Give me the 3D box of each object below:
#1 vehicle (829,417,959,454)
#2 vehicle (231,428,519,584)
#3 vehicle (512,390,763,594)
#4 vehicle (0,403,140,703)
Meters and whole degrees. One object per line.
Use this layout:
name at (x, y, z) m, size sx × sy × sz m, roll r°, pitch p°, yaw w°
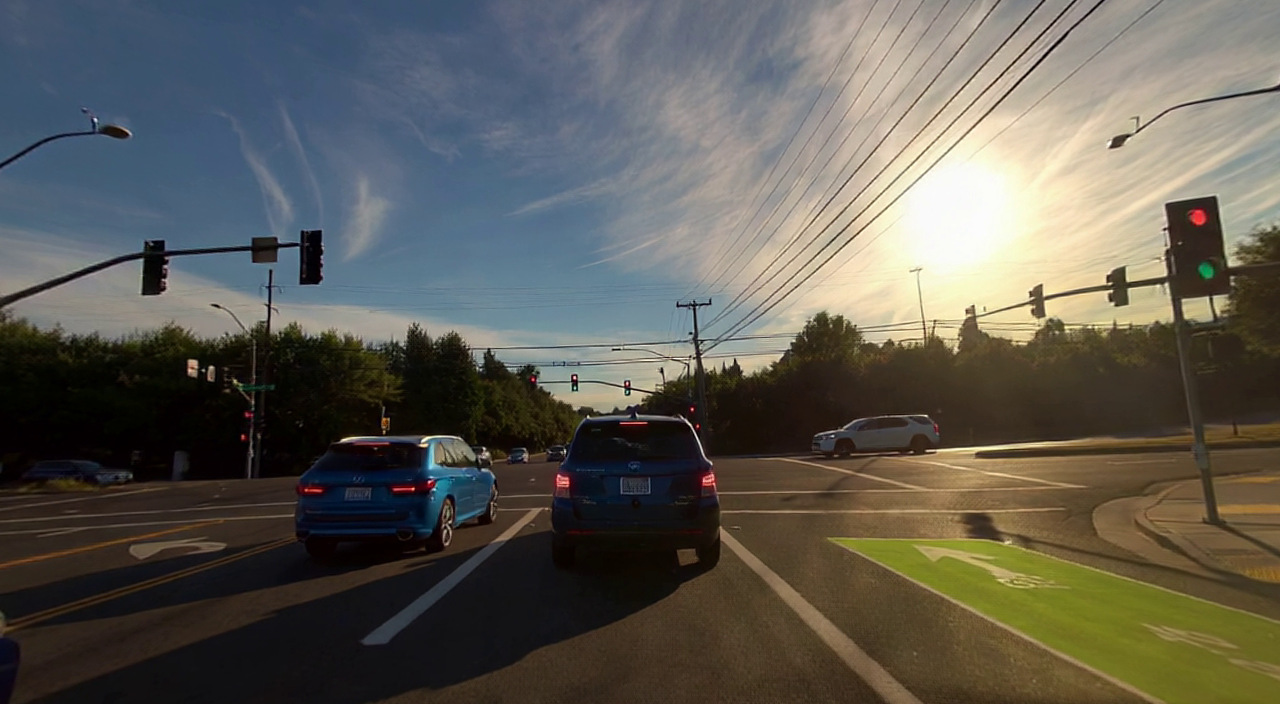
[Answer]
vehicle at (13.861, 4.606, 34.812) m, size 6.143 × 1.944 × 2.229 m, roll -1°, pitch -8°, yaw 5°
vehicle at (-2.925, 1.767, 8.009) m, size 1.969 × 1.486 × 3.702 m, roll 0°, pitch -8°, yaw 1°
vehicle at (-0.053, 1.520, 7.616) m, size 2.182 × 1.773 × 4.041 m, roll 0°, pitch -8°, yaw -1°
vehicle at (-3.350, 0.662, 0.449) m, size 1.928 × 1.488 × 4.936 m, roll 0°, pitch -8°, yaw 0°
